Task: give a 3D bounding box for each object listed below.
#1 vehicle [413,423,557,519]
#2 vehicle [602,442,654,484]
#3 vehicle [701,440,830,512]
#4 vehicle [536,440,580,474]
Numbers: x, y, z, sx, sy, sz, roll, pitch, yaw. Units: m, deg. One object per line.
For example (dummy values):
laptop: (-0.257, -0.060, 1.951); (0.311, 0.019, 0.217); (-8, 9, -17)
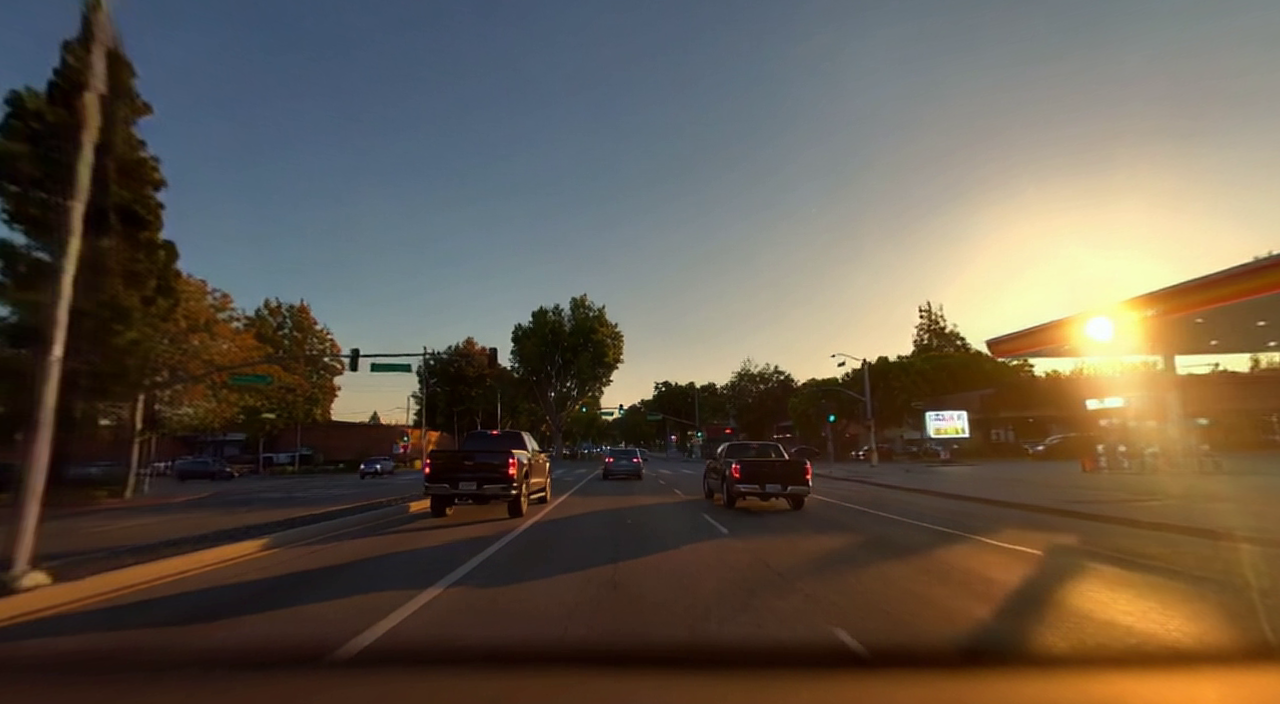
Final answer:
vehicle: (-3.493, 2.810, 15.576); (2.195, 1.905, 5.634); (0, -9, -1)
vehicle: (-0.532, 4.612, 26.479); (2.029, 1.605, 3.827); (0, -9, -2)
vehicle: (2.838, 2.932, 15.457); (2.061, 1.487, 4.462); (0, -9, -3)
vehicle: (-5.298, 6.657, 40.255); (2.321, 2.026, 5.307); (2, -9, -12)
